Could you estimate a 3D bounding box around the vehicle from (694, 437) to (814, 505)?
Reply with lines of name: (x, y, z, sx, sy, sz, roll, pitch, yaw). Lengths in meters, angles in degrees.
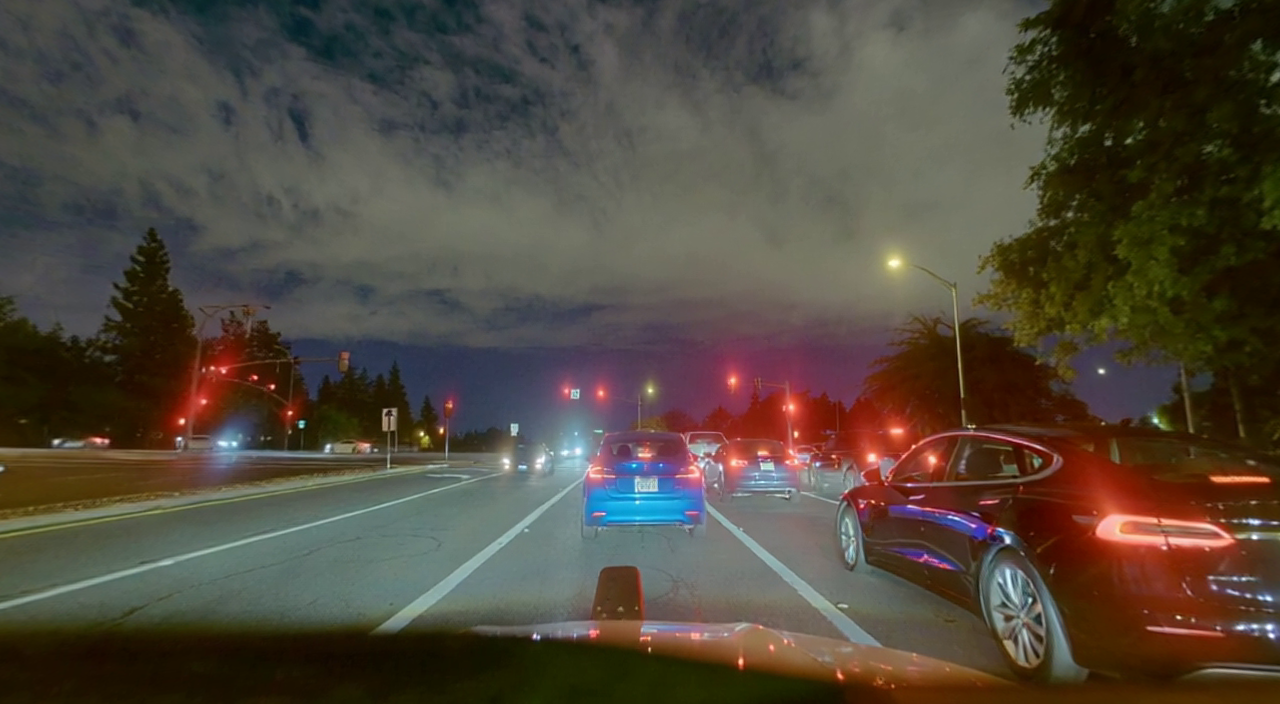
vehicle: (2.690, 2.932, 16.032, 2.058, 1.466, 4.208, 0, -8, -3)

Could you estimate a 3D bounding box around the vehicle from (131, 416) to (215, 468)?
vehicle: (-29.255, 5.640, 39.709, 2.608, 2.990, 3.026, 2, -8, 1)

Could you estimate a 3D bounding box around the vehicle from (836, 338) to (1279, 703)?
vehicle: (3.182, 1.106, 4.304, 2.167, 1.676, 4.443, 0, -8, -1)

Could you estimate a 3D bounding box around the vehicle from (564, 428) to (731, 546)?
vehicle: (0.030, 2.061, 10.327, 2.147, 1.499, 4.240, 0, -8, -2)

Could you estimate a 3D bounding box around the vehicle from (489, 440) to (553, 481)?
vehicle: (-4.642, 4.284, 25.263, 1.972, 1.457, 4.171, 0, -8, -4)
